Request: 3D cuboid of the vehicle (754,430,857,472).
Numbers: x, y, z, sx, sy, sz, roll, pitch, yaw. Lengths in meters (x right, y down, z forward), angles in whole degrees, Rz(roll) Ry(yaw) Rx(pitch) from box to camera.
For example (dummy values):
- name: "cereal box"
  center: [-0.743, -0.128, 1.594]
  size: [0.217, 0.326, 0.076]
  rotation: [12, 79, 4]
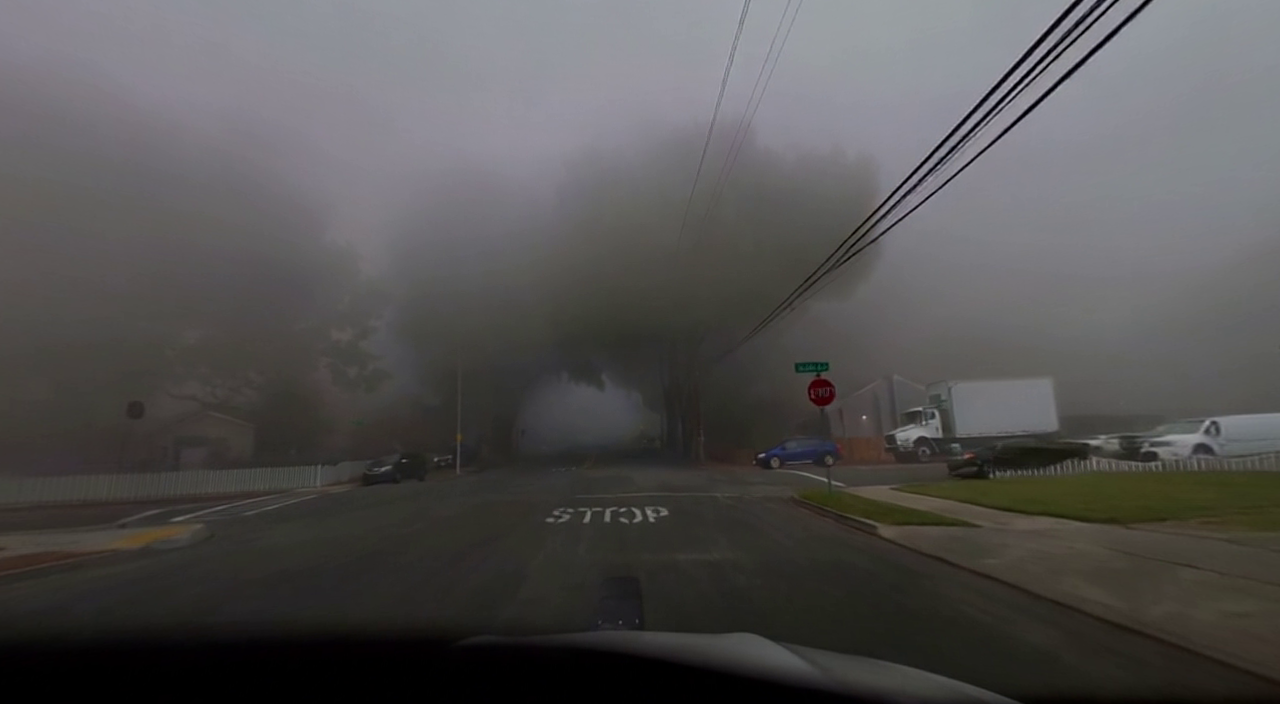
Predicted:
- name: "vehicle"
  center: [7.133, 4.326, 27.644]
  size: [3.867, 1.710, 2.107]
  rotation: [0, -9, -1]

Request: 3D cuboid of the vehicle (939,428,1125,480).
- name: "vehicle"
  center: [12.011, 3.132, 19.566]
  size: [4.488, 1.507, 1.954]
  rotation: [0, -8, -3]

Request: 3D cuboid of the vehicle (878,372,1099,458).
- name: "vehicle"
  center: [14.942, 2.798, 27.609]
  size: [7.759, 3.523, 2.930]
  rotation: [0, -9, 0]

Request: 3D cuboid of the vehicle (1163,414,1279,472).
- name: "vehicle"
  center: [19.263, 2.867, 19.765]
  size: [3.982, 1.661, 2.106]
  rotation: [2, -9, -5]
